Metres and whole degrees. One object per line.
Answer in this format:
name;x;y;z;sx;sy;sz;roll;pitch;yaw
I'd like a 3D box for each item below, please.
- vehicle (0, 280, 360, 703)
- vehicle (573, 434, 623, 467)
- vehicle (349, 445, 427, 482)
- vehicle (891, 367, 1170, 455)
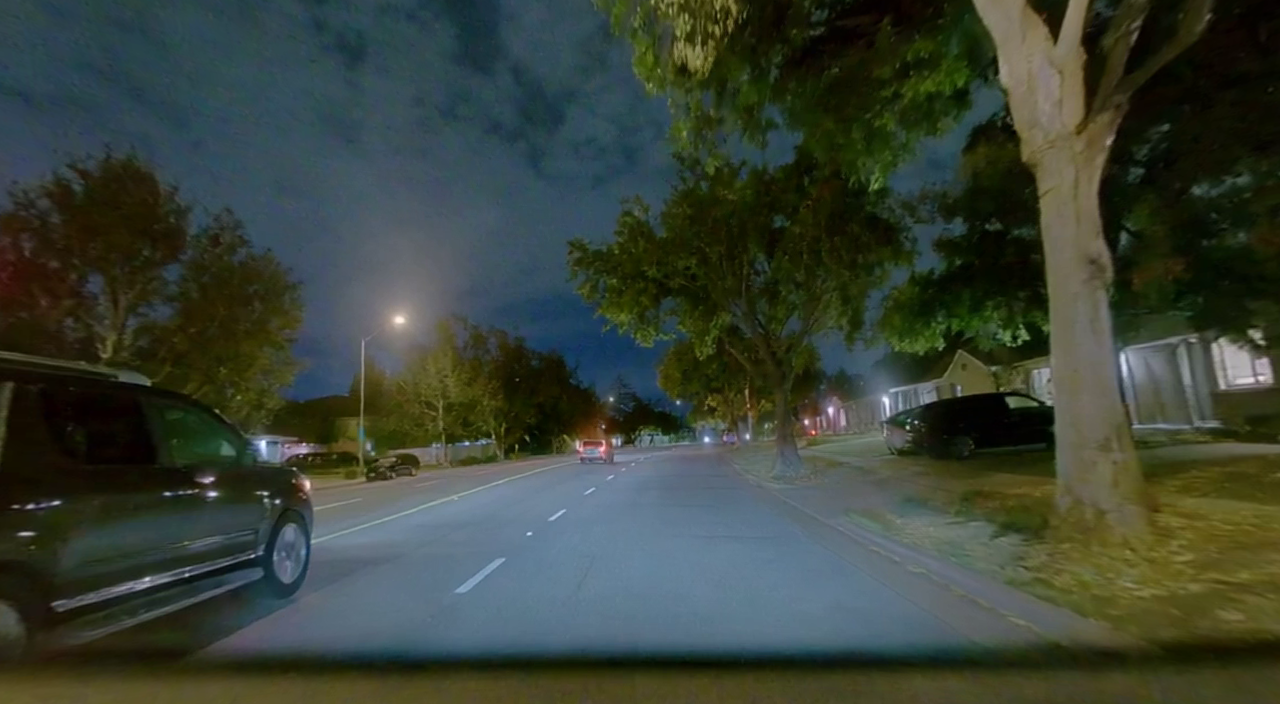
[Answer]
vehicle;-3.933;0.869;3.783;2.085;2.084;5.133;0;-9;0
vehicle;-2.214;5.358;34.466;2.001;1.664;4.174;-1;-9;6
vehicle;-14.057;6.199;35.597;2.029;1.887;4.668;0;-8;6
vehicle;9.386;1.599;15.847;5.492;1.923;2.103;-4;-9;25
